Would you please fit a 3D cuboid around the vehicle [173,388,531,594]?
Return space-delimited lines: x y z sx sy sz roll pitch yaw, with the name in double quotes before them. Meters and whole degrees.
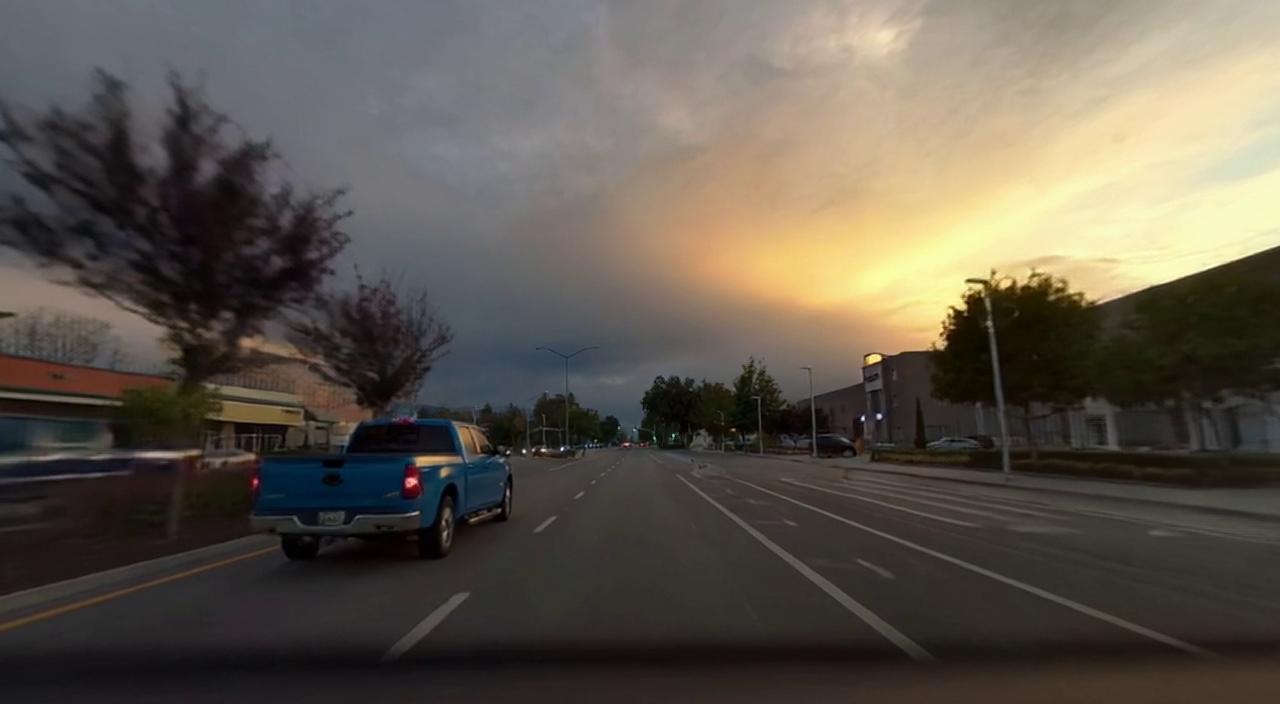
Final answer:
"vehicle" -2.988 1.615 8.268 2.065 1.790 5.417 0 -9 1

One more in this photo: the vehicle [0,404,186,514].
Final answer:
"vehicle" -14.371 2.422 14.444 2.745 2.191 6.928 0 -9 -1
